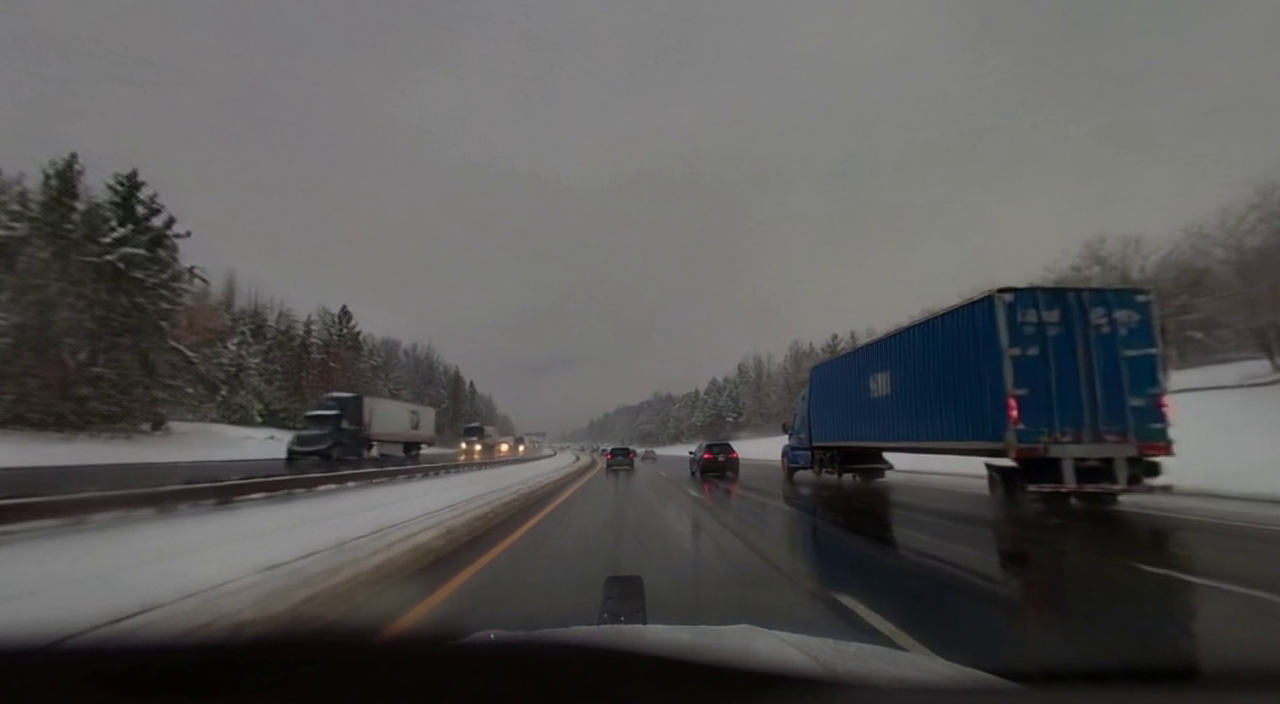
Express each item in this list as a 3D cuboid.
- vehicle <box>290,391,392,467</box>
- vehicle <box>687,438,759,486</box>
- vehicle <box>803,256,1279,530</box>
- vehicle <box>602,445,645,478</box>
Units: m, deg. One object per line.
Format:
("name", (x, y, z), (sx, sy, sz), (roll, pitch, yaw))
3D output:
("vehicle", (-16.950, 4.523, 36.288), (2.948, 4.008, 5.870), (0, -9, -1))
("vehicle", (3.000, 4.064, 23.589), (2.013, 1.623, 3.916), (0, -9, -2))
("vehicle", (7.685, 1.624, 16.196), (2.965, 3.990, 14.227), (0, -9, -1))
("vehicle", (-0.843, 5.414, 31.463), (2.050, 1.534, 3.771), (0, -9, -2))
